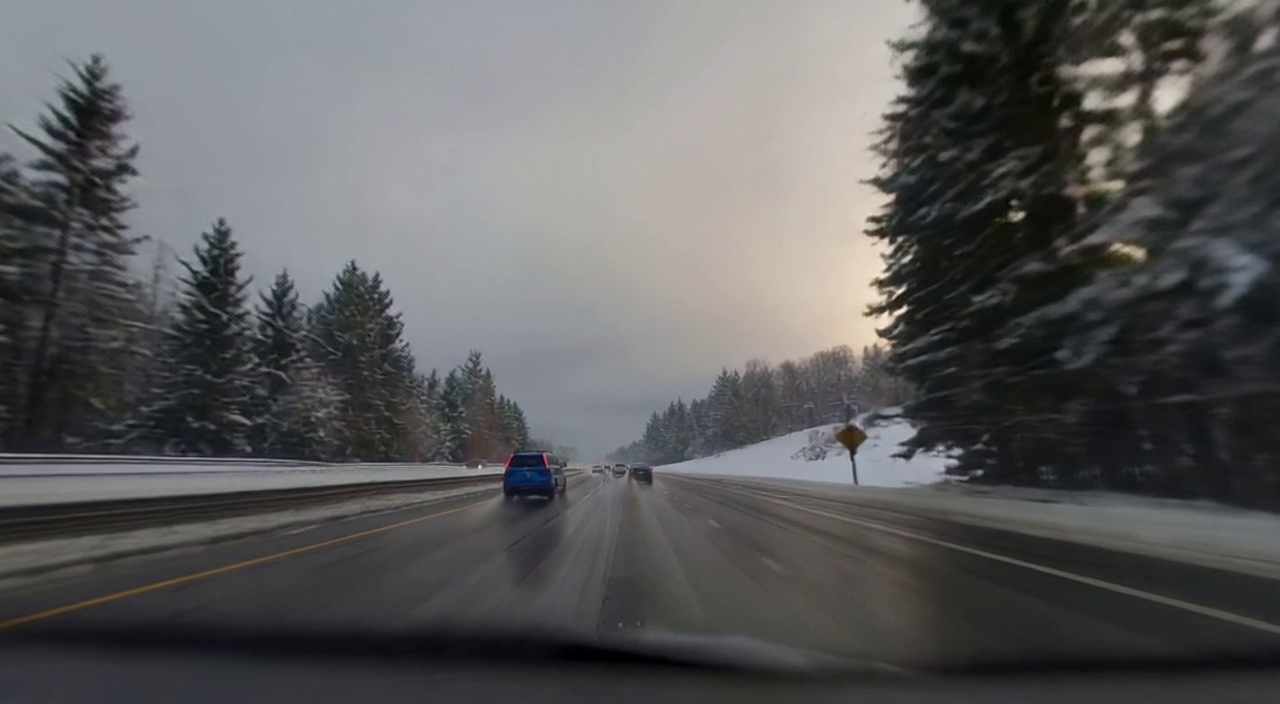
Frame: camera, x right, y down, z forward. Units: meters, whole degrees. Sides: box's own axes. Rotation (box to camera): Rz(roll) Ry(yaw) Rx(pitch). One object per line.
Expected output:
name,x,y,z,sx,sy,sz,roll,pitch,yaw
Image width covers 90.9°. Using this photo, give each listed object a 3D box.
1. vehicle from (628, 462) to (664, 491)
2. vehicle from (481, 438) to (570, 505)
vehicle,0.313,7.143,36.352,1.905,1.559,3.491,1,-10,-2
vehicle,-3.938,4.286,22.708,2.237,2.113,4.815,0,-10,0
